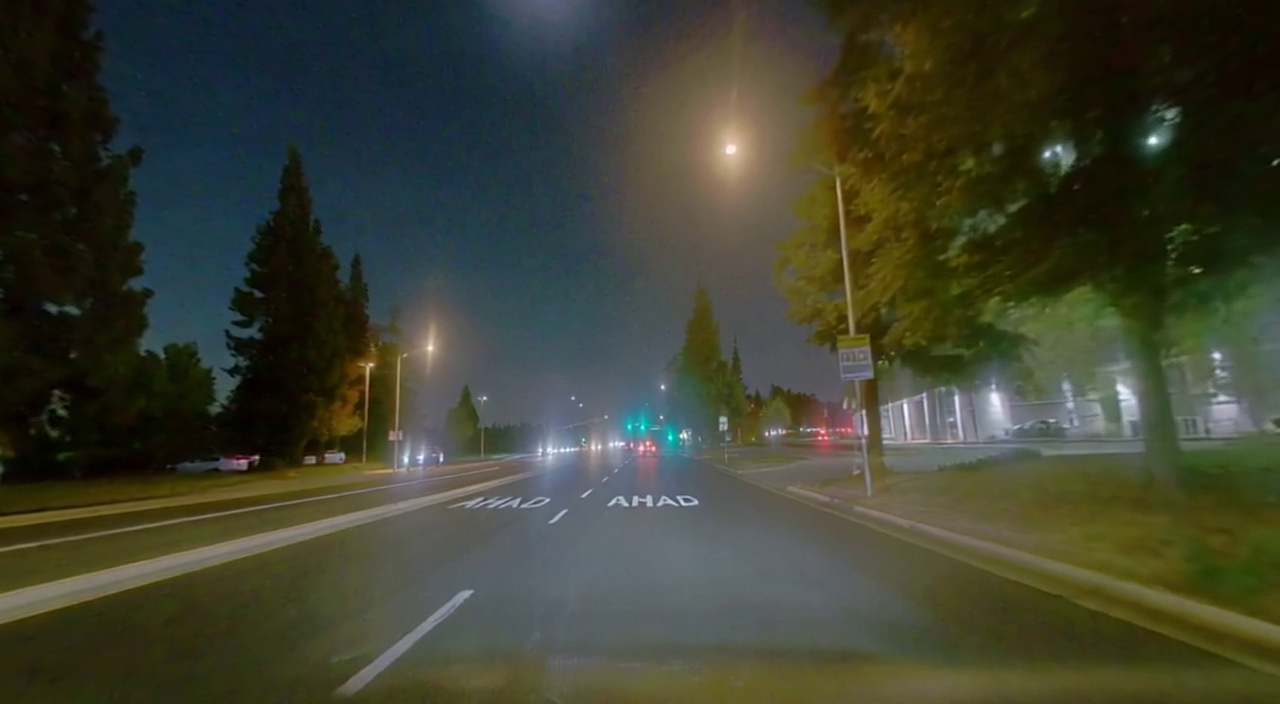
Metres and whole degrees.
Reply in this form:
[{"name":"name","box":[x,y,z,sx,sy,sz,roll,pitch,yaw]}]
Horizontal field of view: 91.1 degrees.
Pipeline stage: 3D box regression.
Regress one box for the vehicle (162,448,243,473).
[{"name":"vehicle","box":[-27.968,6.933,40.225,3.759,1.462,1.873,1,-9,-3]}]

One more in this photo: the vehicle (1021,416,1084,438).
[{"name":"vehicle","box":[30.164,5.581,46.111,1.829,1.496,4.642,-1,-8,5]}]

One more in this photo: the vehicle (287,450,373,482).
[{"name":"vehicle","box":[-16.986,6.231,34.719,2.014,1.515,5.027,0,-8,2]}]

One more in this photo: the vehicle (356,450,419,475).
[{"name":"vehicle","box":[-17.035,7.447,42.685,1.955,1.486,5.112,0,-8,2]}]

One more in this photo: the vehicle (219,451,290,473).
[{"name":"vehicle","box":[-27.598,7.854,45.026,3.779,1.472,1.854,1,-8,-1]}]

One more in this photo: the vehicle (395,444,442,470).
[{"name":"vehicle","box":[-16.915,8.035,48.199,1.998,1.724,4.486,-3,-9,1]}]
